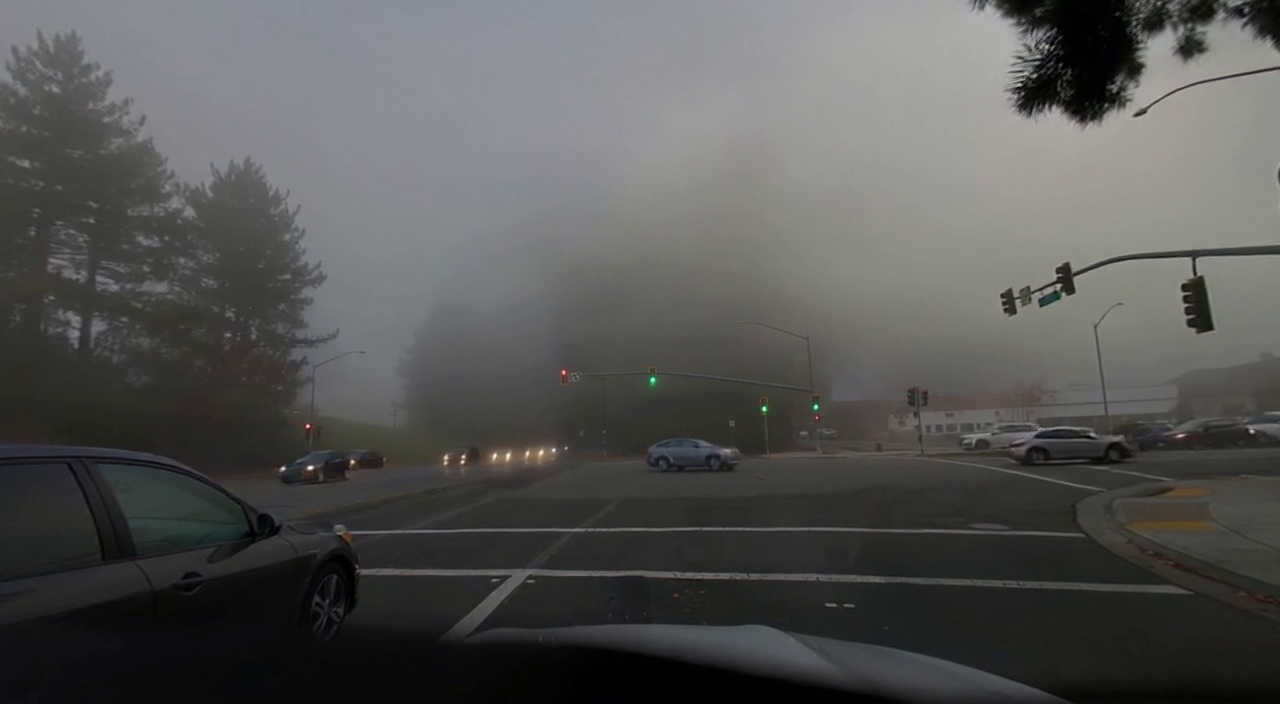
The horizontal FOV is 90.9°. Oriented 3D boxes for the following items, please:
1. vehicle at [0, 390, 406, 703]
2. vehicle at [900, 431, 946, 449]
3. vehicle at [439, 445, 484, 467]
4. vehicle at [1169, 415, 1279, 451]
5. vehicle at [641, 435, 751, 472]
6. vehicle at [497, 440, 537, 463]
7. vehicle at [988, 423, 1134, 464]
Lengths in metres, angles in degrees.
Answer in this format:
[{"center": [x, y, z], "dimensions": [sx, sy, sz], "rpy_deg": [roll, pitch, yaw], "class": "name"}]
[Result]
[{"center": [-2.946, 0.992, 2.785], "dimensions": [1.924, 1.482, 4.734], "rpy_deg": [0, -8, 1], "class": "vehicle"}, {"center": [22.443, 6.988, 49.887], "dimensions": [1.930, 1.410, 4.313], "rpy_deg": [-8, -12, 43], "class": "vehicle"}, {"center": [-13.457, 7.865, 47.699], "dimensions": [1.935, 1.554, 3.995], "rpy_deg": [-1, -8, 5], "class": "vehicle"}, {"center": [26.832, 3.656, 28.422], "dimensions": [4.240, 1.540, 1.944], "rpy_deg": [1, -9, -4], "class": "vehicle"}, {"center": [2.356, 4.358, 27.169], "dimensions": [4.364, 1.450, 1.841], "rpy_deg": [-6, -10, 34], "class": "vehicle"}, {"center": [-9.630, 7.836, 49.767], "dimensions": [1.905, 1.724, 4.449], "rpy_deg": [-1, -8, 5], "class": "vehicle"}, {"center": [16.309, 3.578, 24.611], "dimensions": [4.180, 1.478, 1.986], "rpy_deg": [-1, -9, 6], "class": "vehicle"}]
